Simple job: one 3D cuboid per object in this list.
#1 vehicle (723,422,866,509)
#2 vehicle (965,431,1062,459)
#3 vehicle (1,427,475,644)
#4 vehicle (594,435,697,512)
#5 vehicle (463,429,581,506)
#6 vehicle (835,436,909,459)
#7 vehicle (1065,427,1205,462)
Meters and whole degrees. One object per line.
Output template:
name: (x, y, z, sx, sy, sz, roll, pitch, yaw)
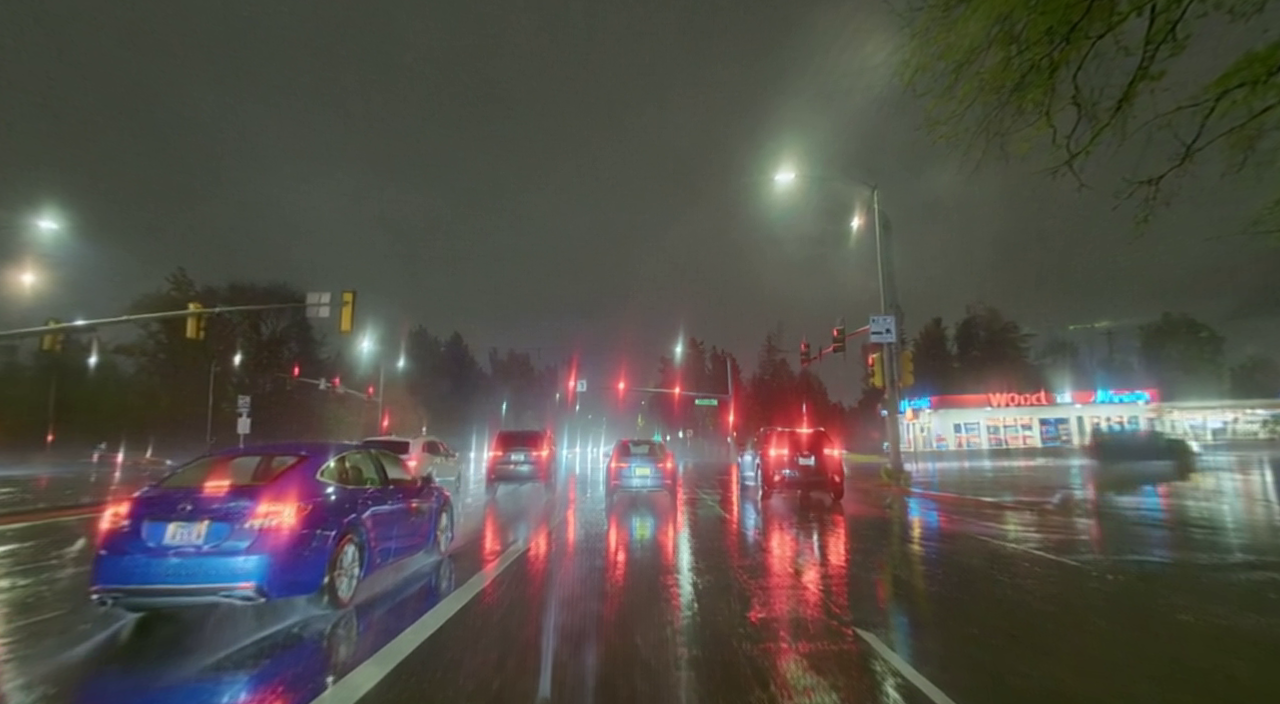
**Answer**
vehicle: (3.334, 2.566, 14.600, 2.076, 1.691, 4.402, 0, -9, -2)
vehicle: (23.289, 5.835, 39.395, 4.781, 1.700, 1.986, 0, -9, 1)
vehicle: (-3.337, 1.597, 6.554, 2.014, 1.472, 4.357, 0, -9, 1)
vehicle: (0.139, 2.732, 14.561, 2.032, 1.499, 3.994, 0, -9, 1)
vehicle: (-2.823, 2.886, 16.076, 2.072, 1.694, 4.070, -1, -9, 2)
vehicle: (16.938, 6.980, 46.081, 4.626, 1.653, 1.982, 0, -9, 1)
vehicle: (26.536, 4.997, 33.947, 5.504, 1.821, 2.173, -1, -9, 4)
